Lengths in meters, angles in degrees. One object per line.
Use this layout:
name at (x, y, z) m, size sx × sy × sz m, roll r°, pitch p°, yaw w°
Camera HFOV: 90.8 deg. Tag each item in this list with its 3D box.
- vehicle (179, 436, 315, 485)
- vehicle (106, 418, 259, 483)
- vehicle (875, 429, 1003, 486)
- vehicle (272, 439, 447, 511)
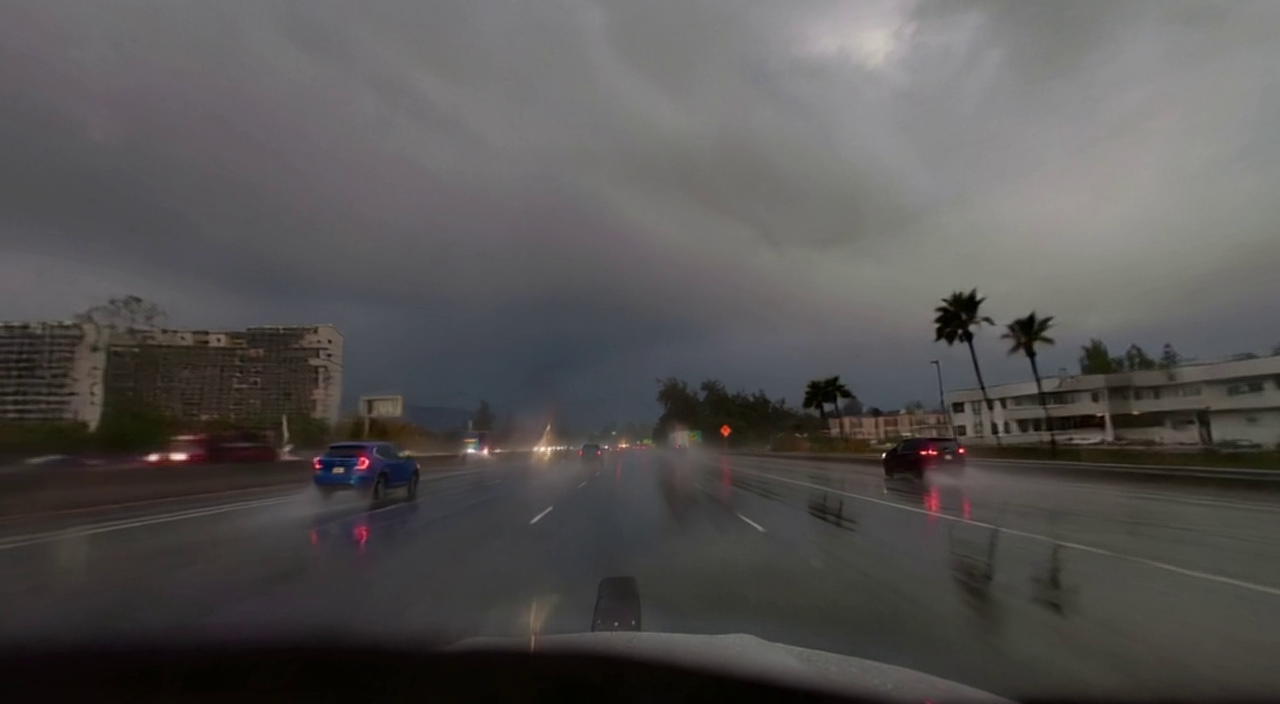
vehicle at (-14.832, 4.124, 24.269) m, size 2.129 × 1.694 × 4.761 m, roll 0°, pitch -9°, yaw 0°
vehicle at (-24.687, 5.400, 34.713) m, size 2.883 × 3.110 × 7.219 m, roll 0°, pitch -9°, yaw 0°
vehicle at (10.338, 3.693, 22.315) m, size 2.168 × 1.792 × 4.457 m, roll 0°, pitch -9°, yaw -3°
vehicle at (-6.622, 2.953, 15.717) m, size 2.018 × 1.480 × 4.999 m, roll 0°, pitch -9°, yaw 1°
